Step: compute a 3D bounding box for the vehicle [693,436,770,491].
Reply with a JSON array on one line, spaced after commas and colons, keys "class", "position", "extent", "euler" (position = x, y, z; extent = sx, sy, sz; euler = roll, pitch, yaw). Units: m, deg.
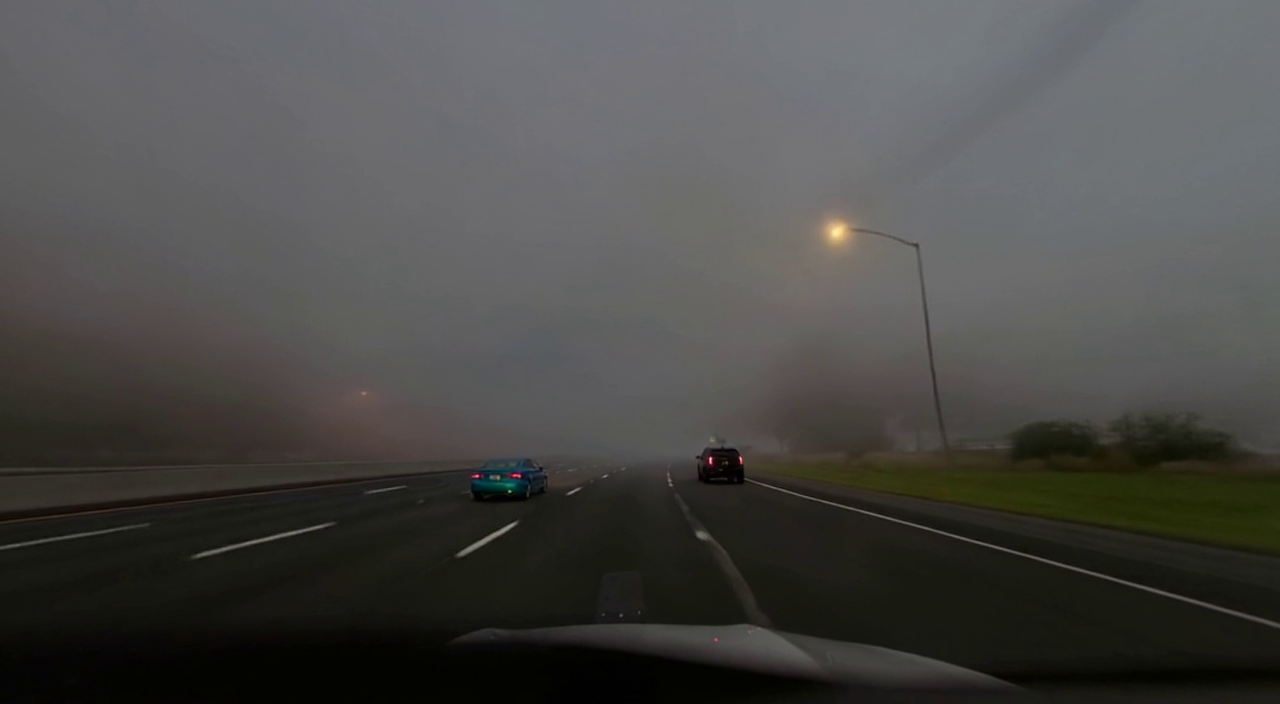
[{"class": "vehicle", "position": [3.301, 4.132, 23.631], "extent": [2.225, 1.833, 4.340], "euler": [0, -9, 0]}]

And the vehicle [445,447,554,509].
[{"class": "vehicle", "position": [-3.717, 3.405, 17.503], "extent": [1.937, 1.490, 4.372], "euler": [0, -9, 1]}]
